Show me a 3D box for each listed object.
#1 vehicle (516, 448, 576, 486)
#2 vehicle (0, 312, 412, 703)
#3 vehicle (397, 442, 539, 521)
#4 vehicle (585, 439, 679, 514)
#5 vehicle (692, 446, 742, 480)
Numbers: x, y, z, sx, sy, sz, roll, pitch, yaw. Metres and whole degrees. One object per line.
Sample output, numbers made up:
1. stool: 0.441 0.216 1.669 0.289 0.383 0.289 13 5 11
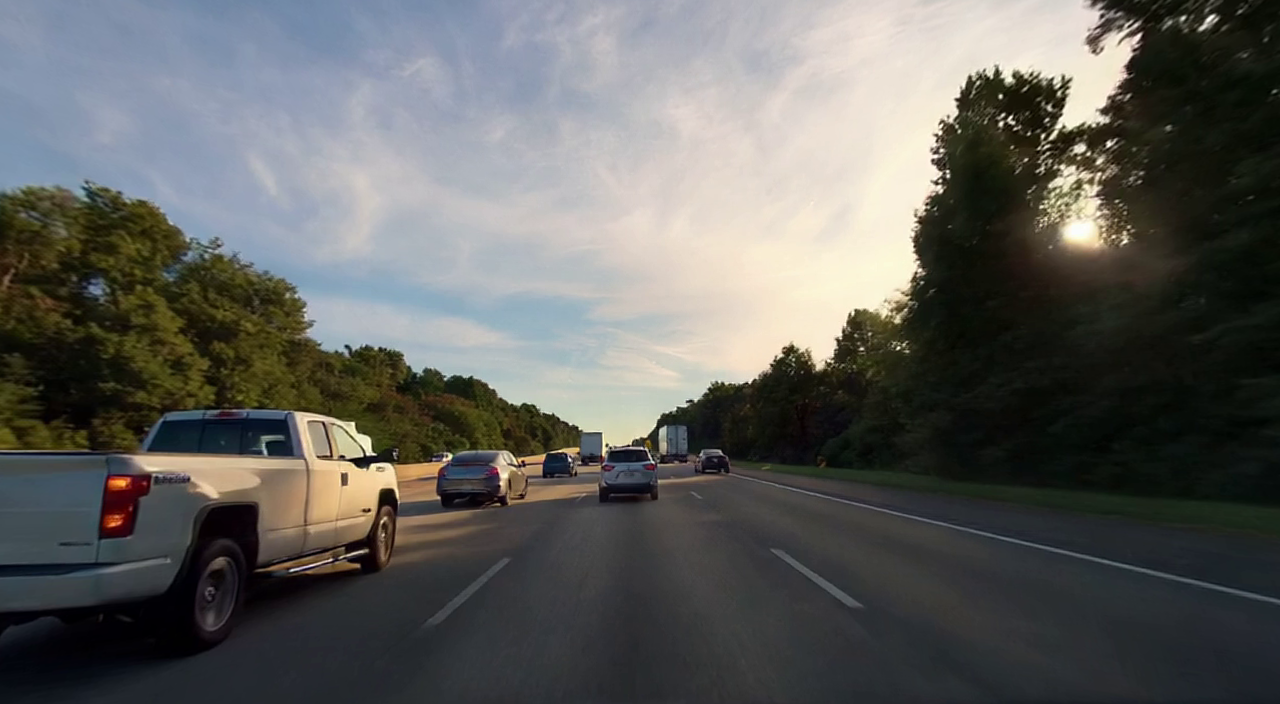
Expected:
1. vehicle: -3.928 4.875 27.125 1.999 1.484 4.269 0 -9 -1
2. vehicle: -3.864 1.146 5.013 2.243 1.889 4.949 0 -9 0
3. vehicle: -3.707 2.875 14.531 1.988 1.501 4.438 0 -9 0
4. vehicle: -0.181 2.934 15.199 1.996 1.574 3.426 0 -9 0
5. vehicle: 3.743 5.470 31.352 1.858 1.537 3.838 0 -9 -2
